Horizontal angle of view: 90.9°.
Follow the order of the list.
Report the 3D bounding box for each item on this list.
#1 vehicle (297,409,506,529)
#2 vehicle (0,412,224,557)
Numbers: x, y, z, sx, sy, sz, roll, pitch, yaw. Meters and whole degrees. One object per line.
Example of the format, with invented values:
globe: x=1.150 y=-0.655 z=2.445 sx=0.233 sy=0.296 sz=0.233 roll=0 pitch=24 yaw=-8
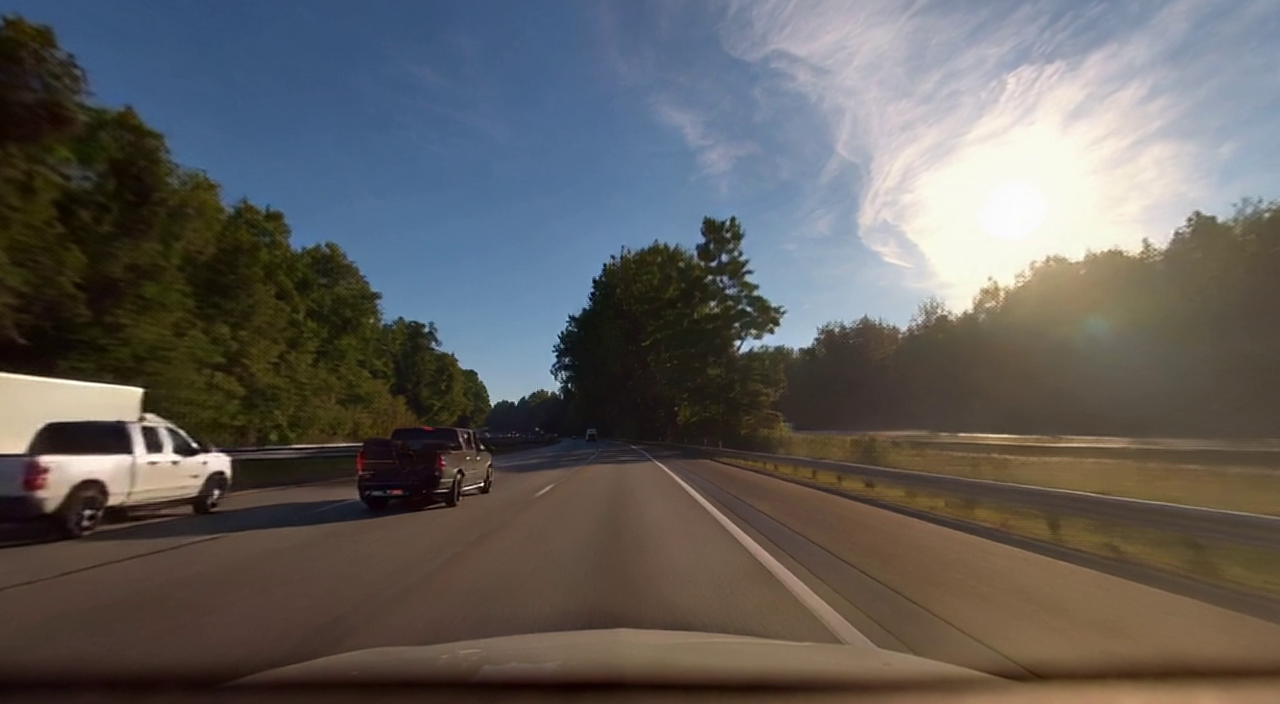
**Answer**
vehicle: x=-3.799 y=1.912 z=10.950 sx=2.034 sy=1.675 sz=4.080 roll=0 pitch=-7 yaw=0
vehicle: x=-7.886 y=1.632 z=8.371 sx=2.000 sy=1.552 sz=3.946 roll=0 pitch=-7 yaw=0
